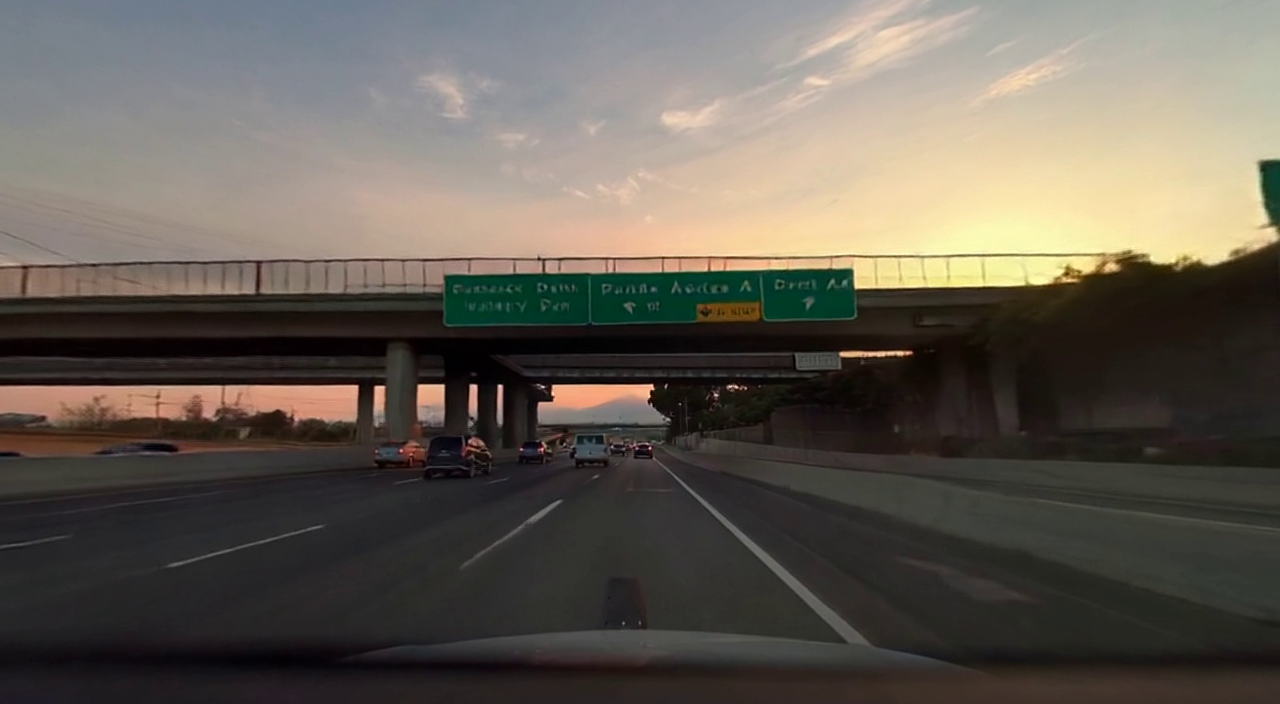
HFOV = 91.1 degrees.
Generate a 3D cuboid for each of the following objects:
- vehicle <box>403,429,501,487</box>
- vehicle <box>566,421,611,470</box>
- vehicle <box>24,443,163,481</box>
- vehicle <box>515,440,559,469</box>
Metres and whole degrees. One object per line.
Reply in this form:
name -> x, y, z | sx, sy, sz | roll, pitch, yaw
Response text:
vehicle -> -6.964, 3.993, 23.858 | 2.179, 1.948, 4.618 | 0, -9, 1
vehicle -> -3.183, 6.015, 40.207 | 2.301, 2.843, 6.458 | 0, -9, 0
vehicle -> -29.392, 5.921, 34.146 | 2.298, 1.855, 5.828 | 0, -9, 1
vehicle -> -6.822, 6.874, 42.120 | 2.109, 1.784, 4.709 | 0, -9, 1
